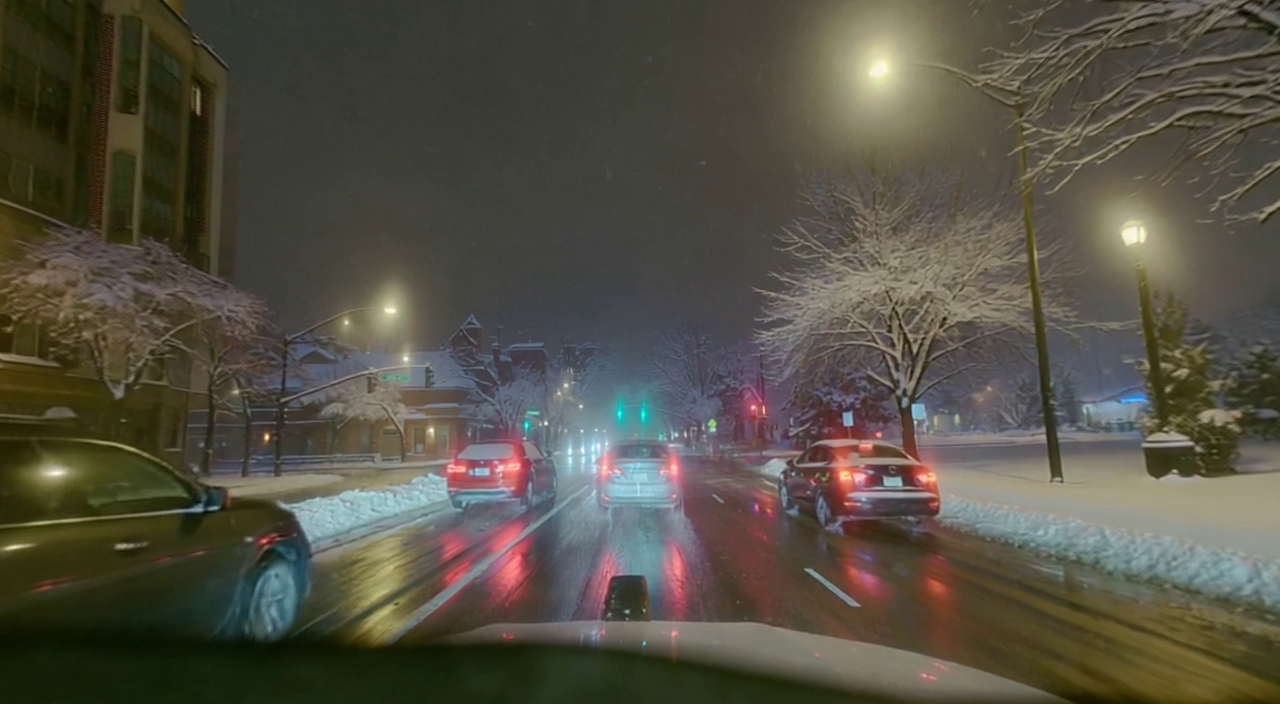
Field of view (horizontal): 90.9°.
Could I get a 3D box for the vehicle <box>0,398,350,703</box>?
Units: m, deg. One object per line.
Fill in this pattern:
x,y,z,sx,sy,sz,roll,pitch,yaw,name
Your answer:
-3.327,0.981,2.693,2.038,1.481,4.379,0,-8,1,vehicle

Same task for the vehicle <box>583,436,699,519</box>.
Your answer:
-0.054,2.561,13.395,2.101,1.480,3.929,0,-8,-2,vehicle

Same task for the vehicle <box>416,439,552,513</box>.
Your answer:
-3.411,2.786,14.687,2.002,1.465,4.098,0,-8,2,vehicle

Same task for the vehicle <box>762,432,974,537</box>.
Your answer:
3.717,2.231,11.314,1.990,1.486,4.431,0,-8,-2,vehicle

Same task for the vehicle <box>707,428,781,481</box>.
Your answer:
4.197,4.260,26.358,2.142,1.957,5.443,0,-8,0,vehicle
